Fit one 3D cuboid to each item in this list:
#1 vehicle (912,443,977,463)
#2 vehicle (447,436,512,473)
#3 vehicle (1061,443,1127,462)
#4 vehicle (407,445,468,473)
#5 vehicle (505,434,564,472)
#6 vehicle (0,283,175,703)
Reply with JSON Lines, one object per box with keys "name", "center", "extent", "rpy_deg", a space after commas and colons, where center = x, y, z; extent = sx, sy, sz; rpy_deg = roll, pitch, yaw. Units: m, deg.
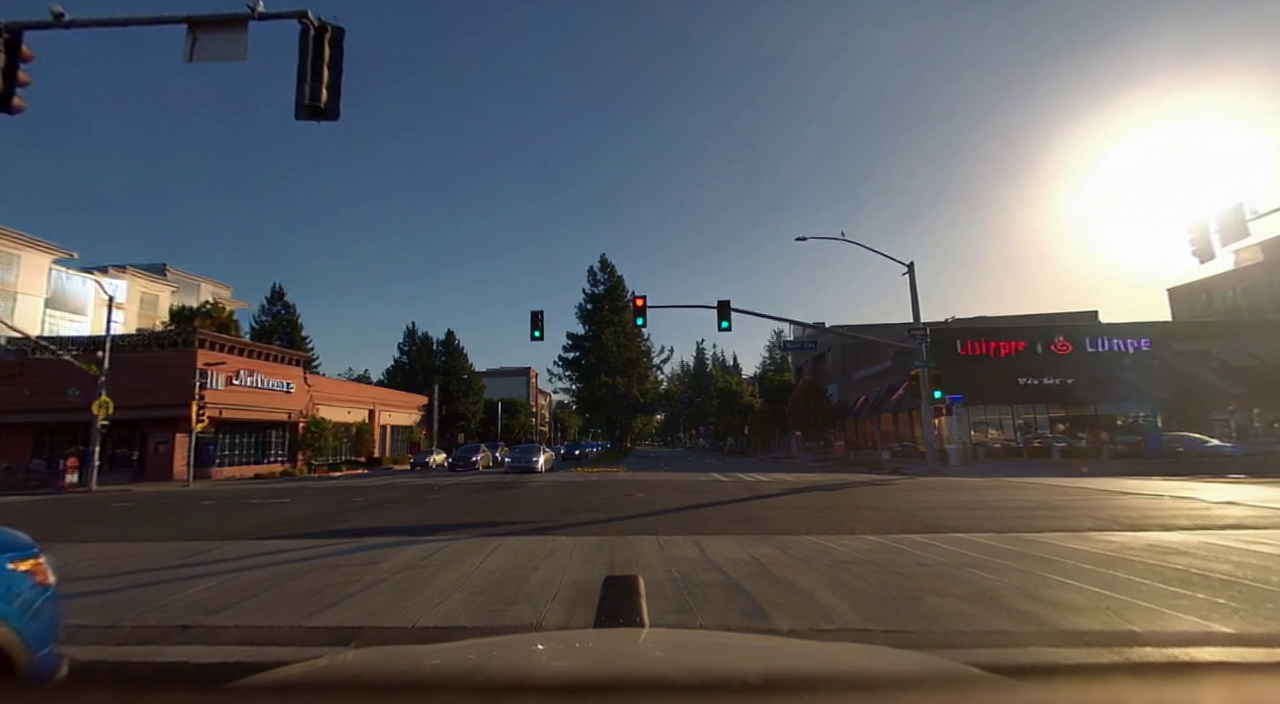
{"name": "vehicle", "center": [23.879, 7.921, 49.661], "extent": [4.135, 1.417, 1.851], "rpy_deg": [-2, -9, 2]}
{"name": "vehicle", "center": [-8.422, 5.432, 33.605], "extent": [2.273, 1.791, 4.809], "rpy_deg": [0, -8, -1]}
{"name": "vehicle", "center": [34.454, 7.615, 47.965], "extent": [3.740, 1.433, 1.646], "rpy_deg": [0, -8, -2]}
{"name": "vehicle", "center": [-11.327, 5.967, 35.596], "extent": [2.003, 1.476, 4.082], "rpy_deg": [0, -8, 1]}
{"name": "vehicle", "center": [-5.353, 5.231, 32.782], "extent": [2.384, 1.787, 5.038], "rpy_deg": [0, -8, -2]}
{"name": "vehicle", "center": [-3.331, 0.451, 0.393], "extent": [2.313, 1.883, 5.016], "rpy_deg": [0, -8, -1]}
